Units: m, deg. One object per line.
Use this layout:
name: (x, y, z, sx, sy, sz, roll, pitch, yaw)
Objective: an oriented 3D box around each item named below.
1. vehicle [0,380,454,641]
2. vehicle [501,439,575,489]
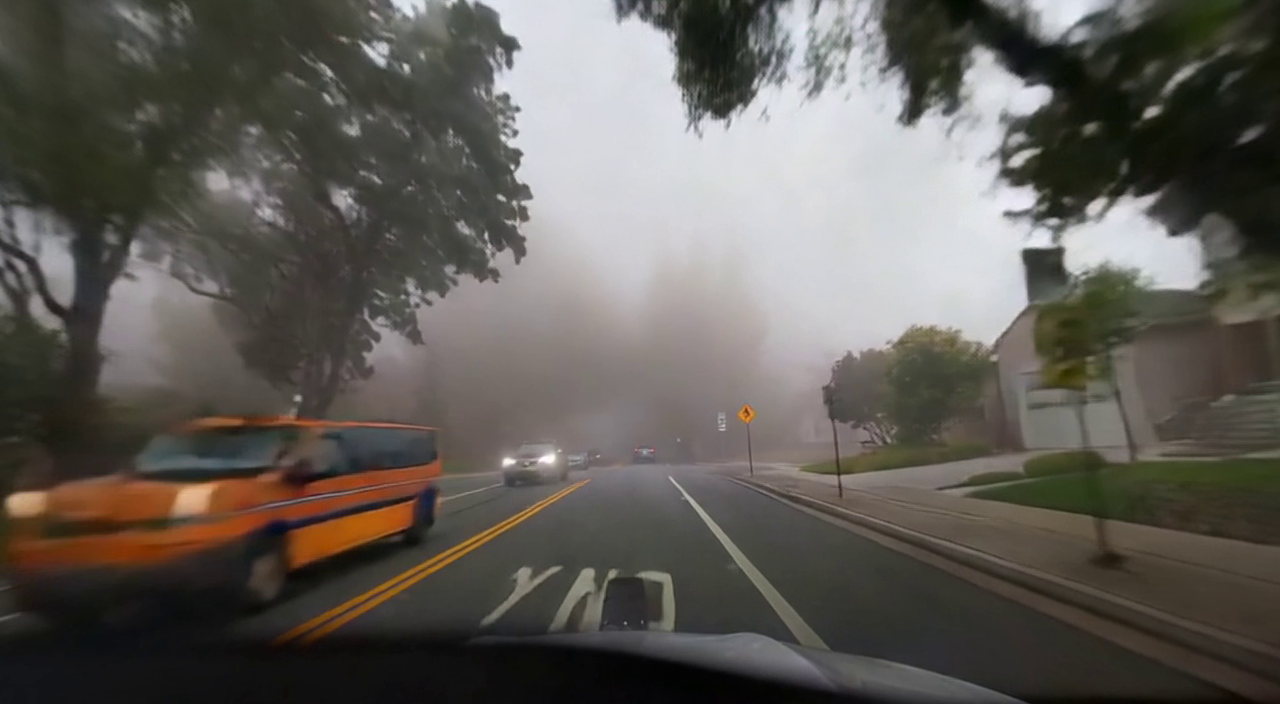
vehicle: (-4.203, 1.590, 7.447, 2.267, 1.975, 5.112, 0, -9, 2)
vehicle: (-4.019, 4.513, 25.782, 2.134, 1.821, 4.719, 0, -9, 1)
